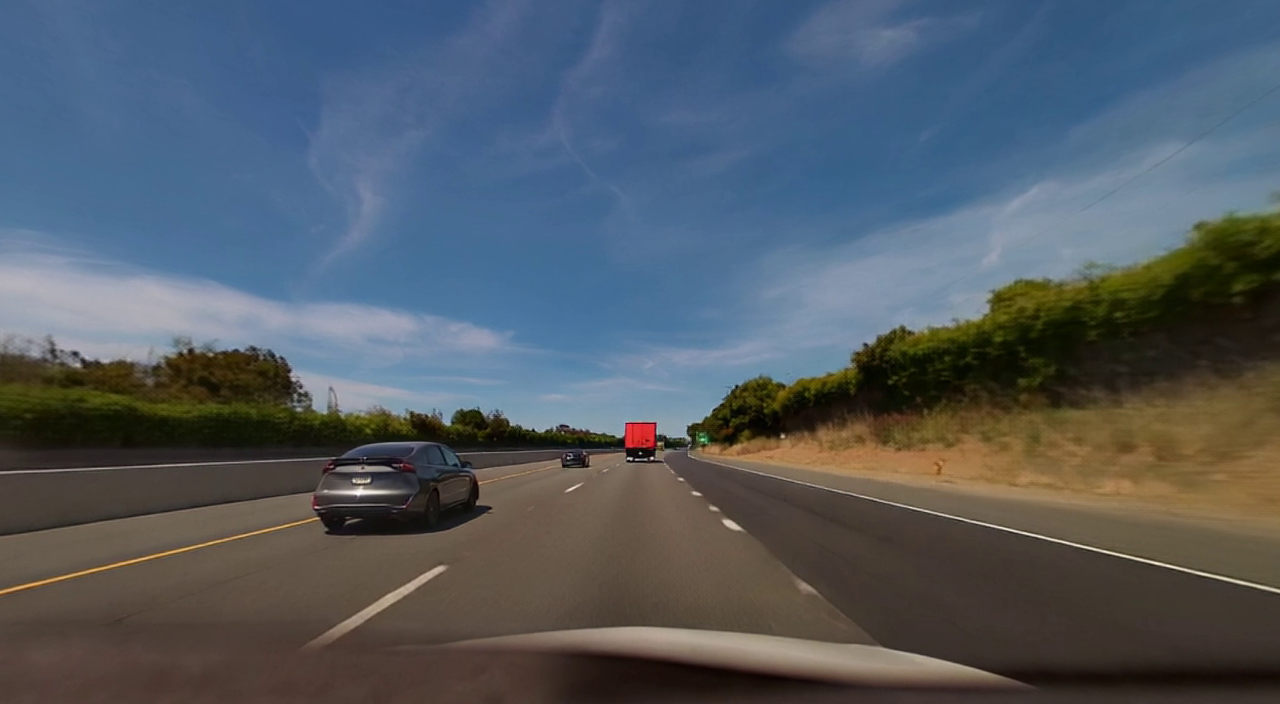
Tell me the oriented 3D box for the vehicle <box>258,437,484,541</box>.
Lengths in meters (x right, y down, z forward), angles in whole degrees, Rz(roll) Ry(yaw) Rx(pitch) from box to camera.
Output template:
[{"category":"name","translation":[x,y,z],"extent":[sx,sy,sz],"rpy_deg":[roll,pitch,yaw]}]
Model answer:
[{"category":"vehicle","translation":[-4.372,2.286,11.181],"extent":[2.010,1.461,4.391],"rpy_deg":[0,-9,1]}]

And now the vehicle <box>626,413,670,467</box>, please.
[{"category":"vehicle","translation":[0.510,6.589,46.839],"extent":[2.893,3.628,9.081],"rpy_deg":[0,-9,0]}]

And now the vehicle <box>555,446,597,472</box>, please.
[{"category":"vehicle","translation":[-3.735,6.355,37.467],"extent":[1.981,1.435,4.199],"rpy_deg":[0,-9,1]}]
